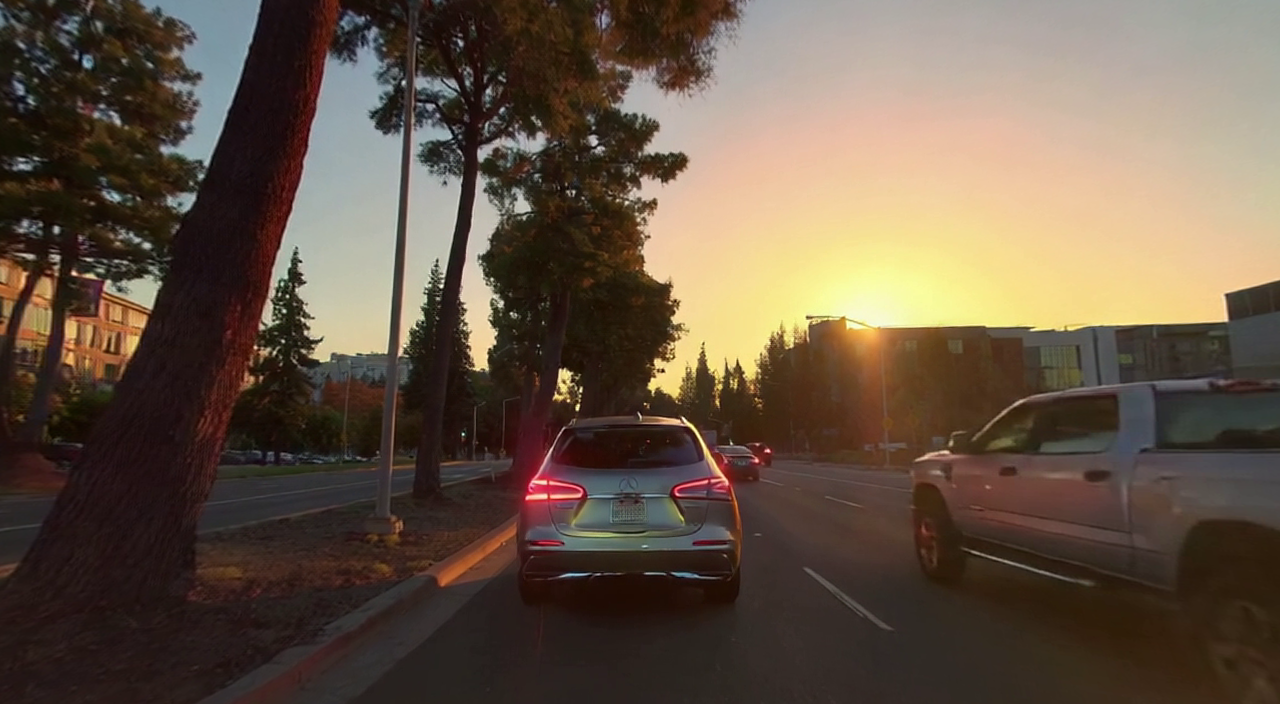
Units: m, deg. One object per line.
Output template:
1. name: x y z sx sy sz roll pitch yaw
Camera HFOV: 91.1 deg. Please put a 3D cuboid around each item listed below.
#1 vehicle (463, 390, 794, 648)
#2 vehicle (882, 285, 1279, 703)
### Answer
1. vehicle: -0.085 1.403 6.243 2.172 1.694 4.055 0 -8 0
2. vehicle: 3.917 0.881 3.758 2.440 1.962 6.363 0 -8 0
